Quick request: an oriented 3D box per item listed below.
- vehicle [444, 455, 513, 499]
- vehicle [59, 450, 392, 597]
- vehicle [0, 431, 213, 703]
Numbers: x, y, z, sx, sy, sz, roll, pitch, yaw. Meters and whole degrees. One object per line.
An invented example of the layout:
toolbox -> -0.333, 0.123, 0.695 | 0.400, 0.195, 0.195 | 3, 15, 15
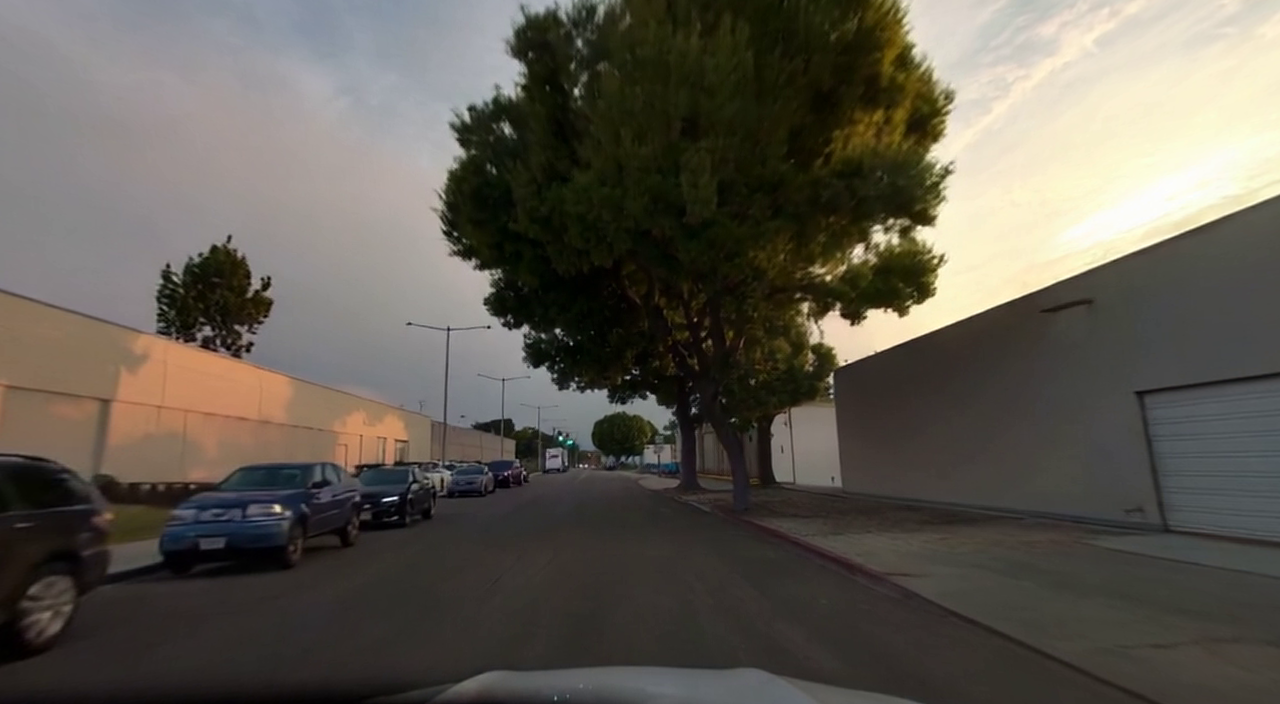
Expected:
vehicle -> -6.499, 5.081, 25.811 | 1.882, 1.606, 4.191 | 1, -10, -3
vehicle -> -5.274, 2.242, 9.017 | 1.870, 1.510, 4.627 | 1, -10, -4
vehicle -> -4.852, 1.276, 3.631 | 1.886, 1.640, 4.311 | 2, -8, -3
